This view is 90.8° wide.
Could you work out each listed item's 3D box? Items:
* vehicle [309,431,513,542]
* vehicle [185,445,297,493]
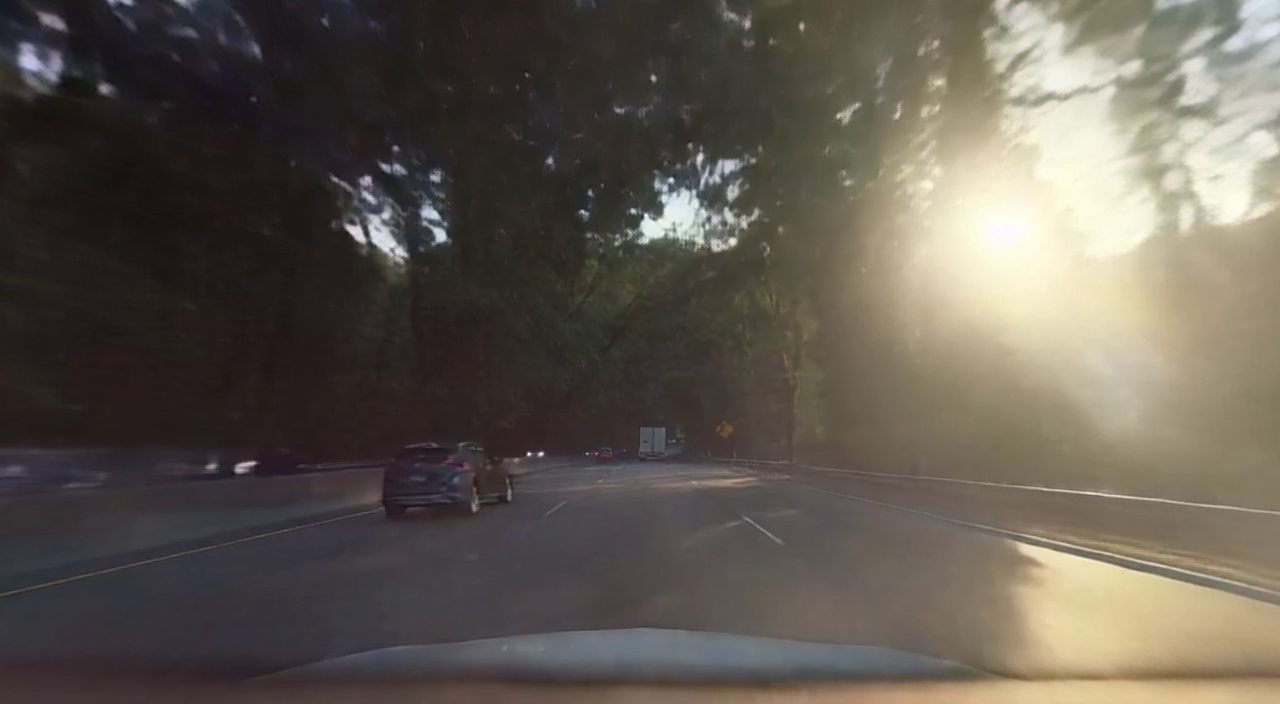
[{"bbox_3d":[-3.811,2.317,11.478,2.057,1.618,4.212,0,-9,1],"label":"vehicle"},{"bbox_3d":[-16.285,4.780,26.033,1.871,1.782,4.055,0,-9,1],"label":"vehicle"}]
